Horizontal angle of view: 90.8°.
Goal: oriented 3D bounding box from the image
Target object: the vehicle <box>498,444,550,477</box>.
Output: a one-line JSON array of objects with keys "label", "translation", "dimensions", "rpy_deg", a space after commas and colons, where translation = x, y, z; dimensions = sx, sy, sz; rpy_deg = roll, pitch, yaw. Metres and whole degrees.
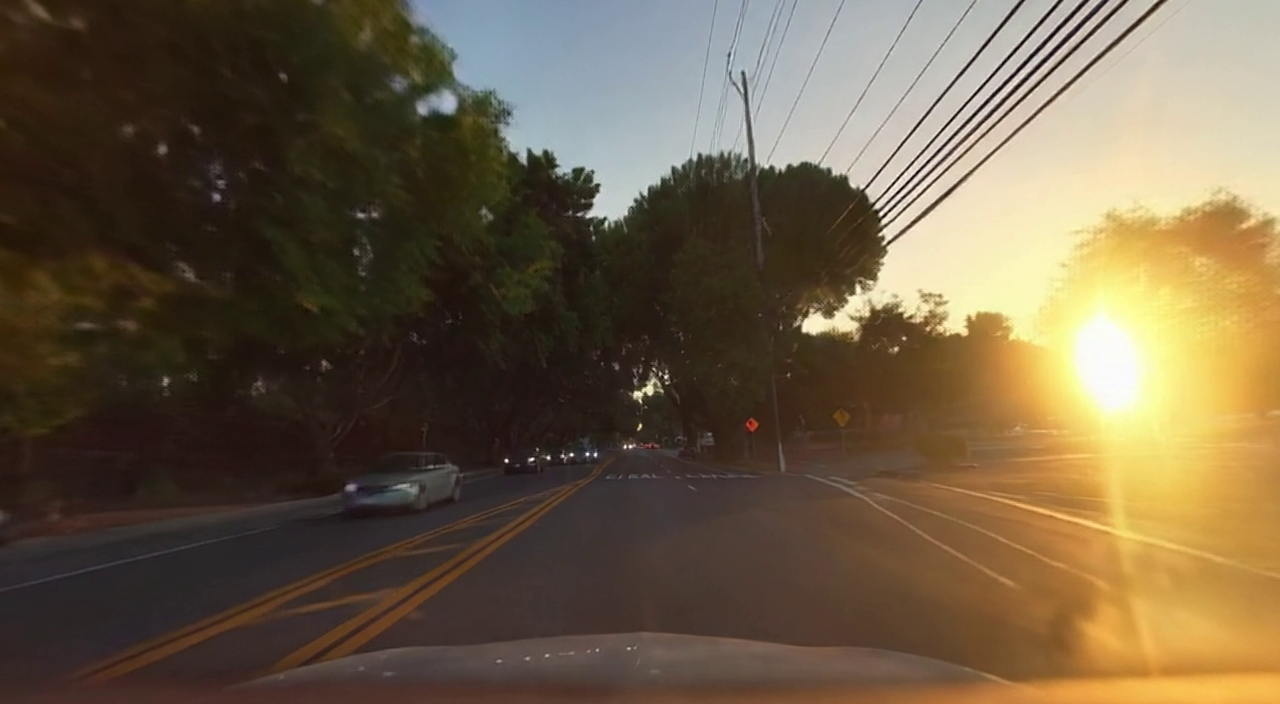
[{"label": "vehicle", "translation": [-6.545, 6.183, 36.231], "dimensions": [2.157, 1.711, 4.460], "rpy_deg": [0, -9, -1]}]

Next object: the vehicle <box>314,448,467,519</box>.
[{"label": "vehicle", "translation": [-5.971, 3.173, 15.855], "dimensions": [2.043, 1.484, 4.532], "rpy_deg": [0, -9, -1]}]
